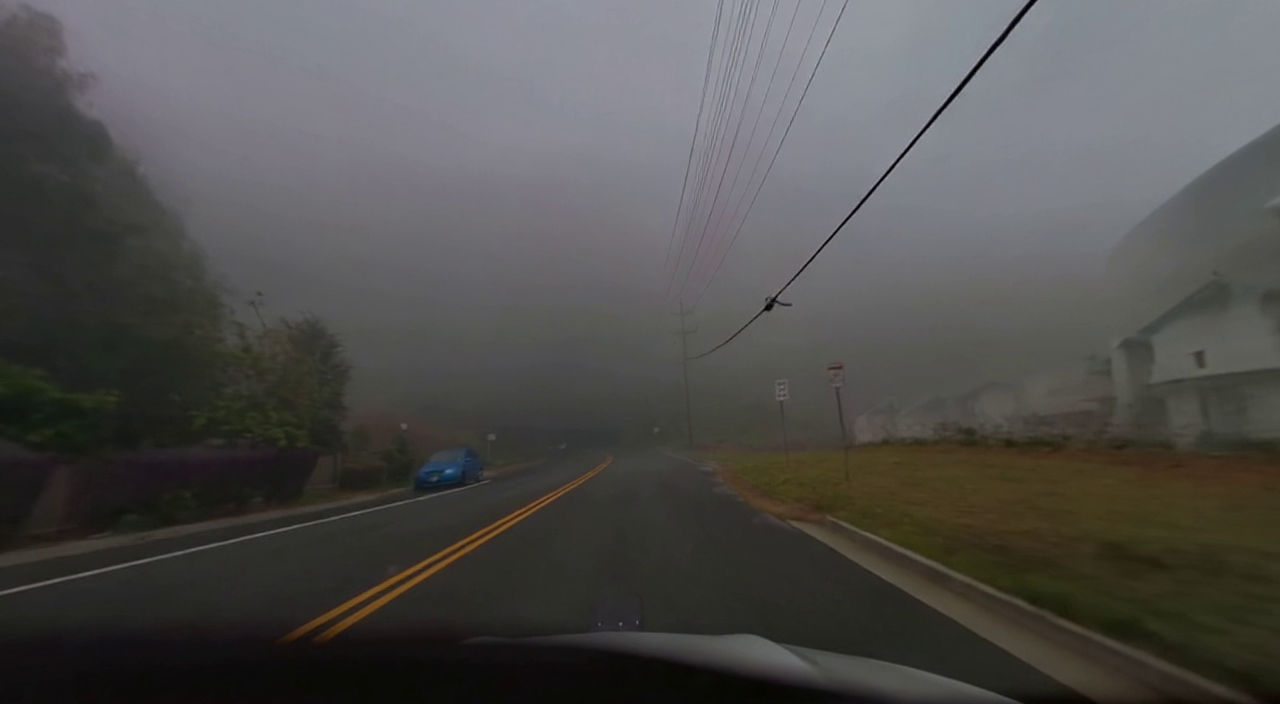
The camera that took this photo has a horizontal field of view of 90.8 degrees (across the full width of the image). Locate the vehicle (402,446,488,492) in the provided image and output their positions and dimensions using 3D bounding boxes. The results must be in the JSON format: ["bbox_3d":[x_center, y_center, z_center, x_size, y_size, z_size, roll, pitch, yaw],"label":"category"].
[{"bbox_3d":[-8.048,4.845,26.596,2.114,1.693,4.468,-1,-8,2],"label":"vehicle"}]
